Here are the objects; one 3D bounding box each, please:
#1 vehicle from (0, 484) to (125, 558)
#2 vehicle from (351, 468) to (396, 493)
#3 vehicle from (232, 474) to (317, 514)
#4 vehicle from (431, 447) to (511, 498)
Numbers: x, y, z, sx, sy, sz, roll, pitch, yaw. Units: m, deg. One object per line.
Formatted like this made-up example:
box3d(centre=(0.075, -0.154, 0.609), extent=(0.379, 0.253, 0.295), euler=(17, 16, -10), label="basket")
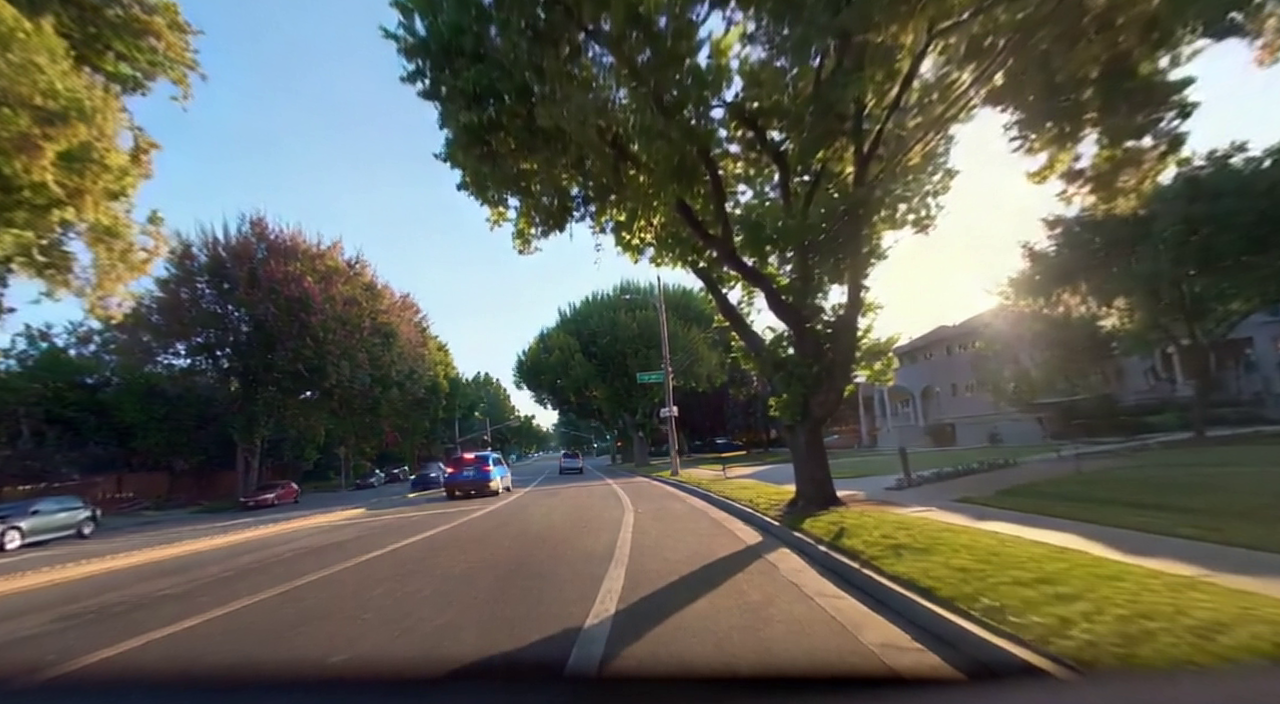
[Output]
box3d(centre=(-16.245, 4.448, 16.775), extent=(1.898, 1.477, 4.184), euler=(-2, -8, -5), label="vehicle")
box3d(centre=(-19.636, 9.469, 46.715), extent=(1.880, 1.476, 4.715), euler=(-2, -8, -8), label="vehicle")
box3d(centre=(-17.885, 6.907, 31.142), extent=(1.874, 1.392, 4.633), euler=(-5, -8, -7), label="vehicle")
box3d(centre=(-6.431, 4.603, 24.606), extent=(2.097, 1.755, 4.336), euler=(0, -9, -3), label="vehicle")
